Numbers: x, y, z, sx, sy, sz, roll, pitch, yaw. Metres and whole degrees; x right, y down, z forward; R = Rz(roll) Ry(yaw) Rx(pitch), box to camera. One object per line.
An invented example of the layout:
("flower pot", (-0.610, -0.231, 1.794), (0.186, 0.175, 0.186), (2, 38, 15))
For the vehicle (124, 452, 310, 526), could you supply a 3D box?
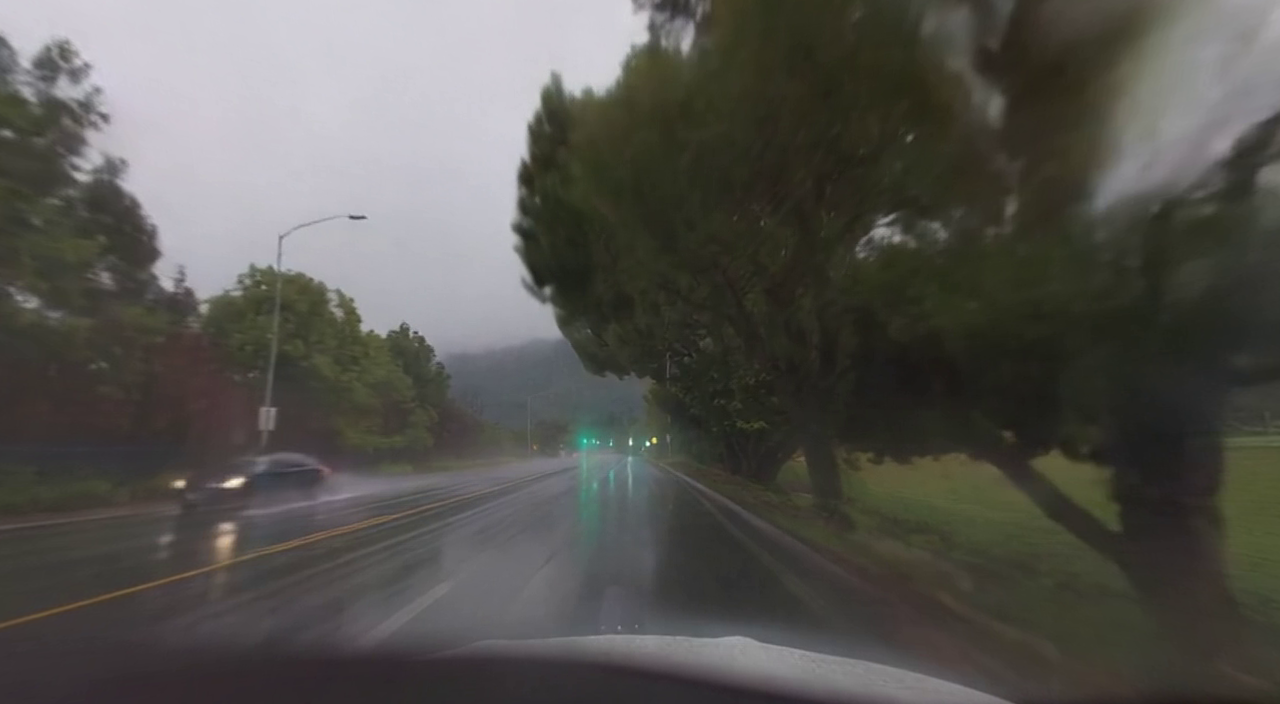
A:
("vehicle", (-9.781, 3.144, 14.959), (1.766, 1.473, 3.795), (0, -9, 0))
